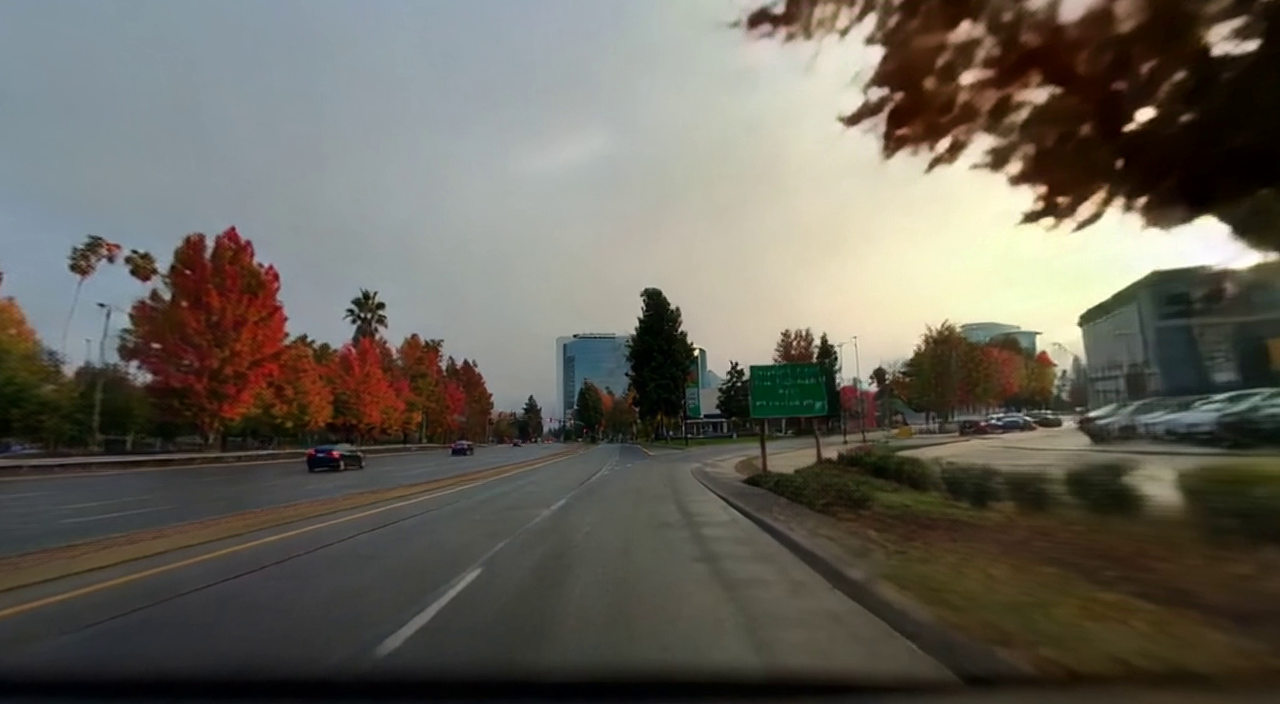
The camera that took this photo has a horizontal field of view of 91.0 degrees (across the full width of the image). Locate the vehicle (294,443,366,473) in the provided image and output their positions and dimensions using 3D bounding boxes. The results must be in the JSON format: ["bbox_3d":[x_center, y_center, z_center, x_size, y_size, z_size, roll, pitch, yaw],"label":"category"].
[{"bbox_3d":[-18.997,6.504,38.801,2.086,1.706,4.412,0,-8,1],"label":"vehicle"}]
